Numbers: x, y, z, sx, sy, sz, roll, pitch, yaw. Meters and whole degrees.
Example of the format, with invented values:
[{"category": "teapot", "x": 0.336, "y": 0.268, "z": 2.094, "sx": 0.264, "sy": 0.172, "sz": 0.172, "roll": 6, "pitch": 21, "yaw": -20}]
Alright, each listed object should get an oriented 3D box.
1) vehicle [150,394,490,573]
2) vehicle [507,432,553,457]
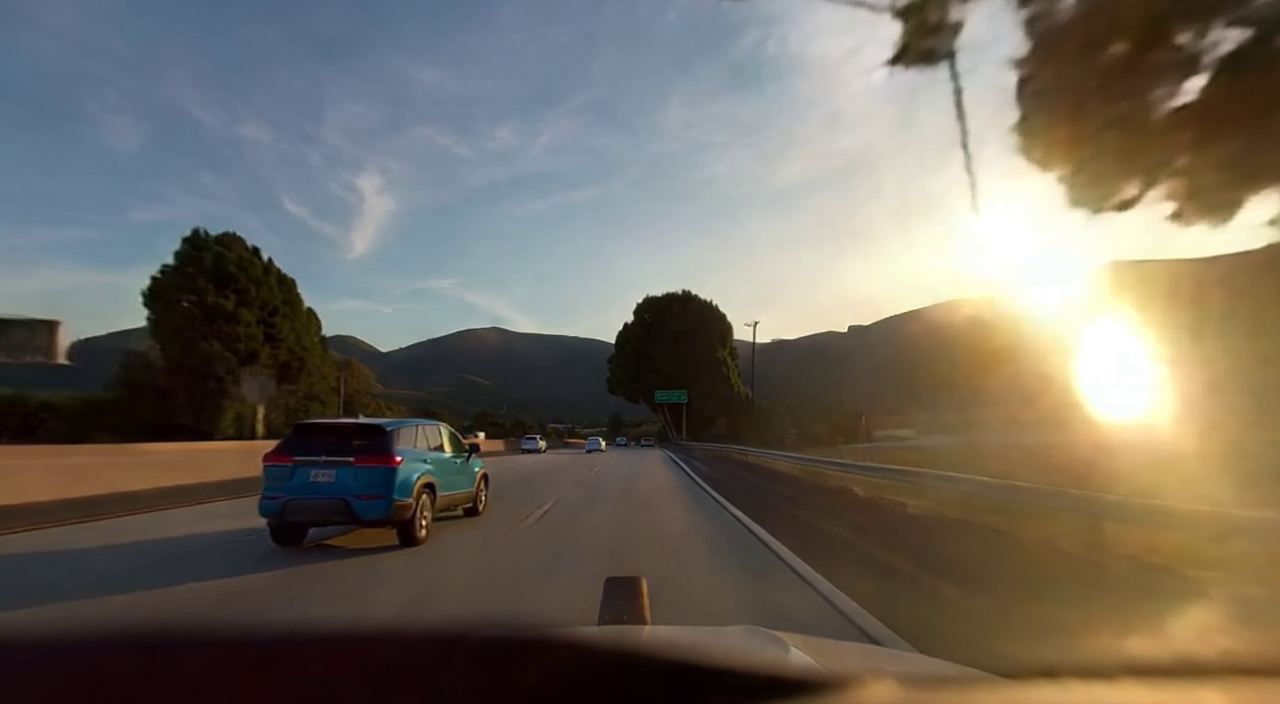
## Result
[{"category": "vehicle", "x": -3.644, "y": 1.586, "z": 8.395, "sx": 2.138, "sy": 1.718, "sz": 4.415, "roll": -1, "pitch": -8, "yaw": 1}, {"category": "vehicle", "x": -7.014, "y": 5.970, "z": 40.730, "sx": 1.963, "sy": 1.476, "sz": 4.739, "roll": -1, "pitch": -8, "yaw": 2}]
